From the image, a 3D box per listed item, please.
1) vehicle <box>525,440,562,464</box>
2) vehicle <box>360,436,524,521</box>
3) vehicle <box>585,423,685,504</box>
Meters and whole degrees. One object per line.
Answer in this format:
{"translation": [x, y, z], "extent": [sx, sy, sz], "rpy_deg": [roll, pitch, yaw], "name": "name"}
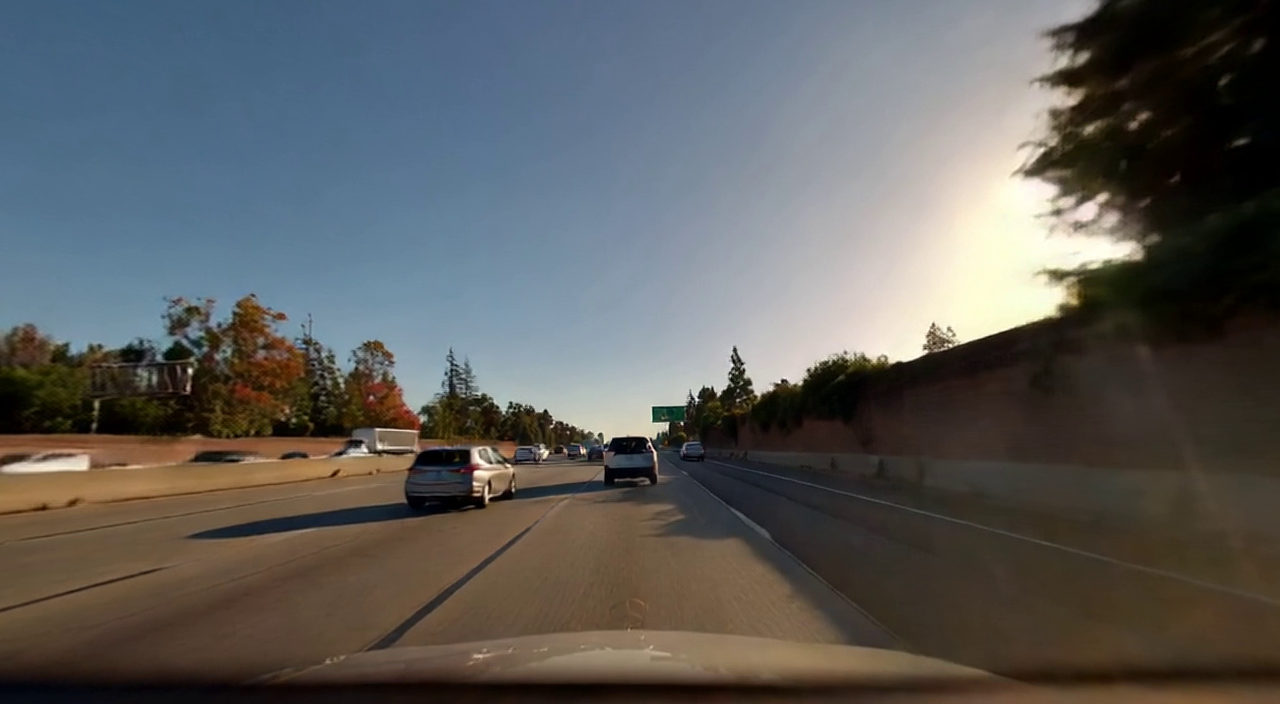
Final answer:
{"translation": [-7.255, 7.587, 47.742], "extent": [2.024, 1.706, 4.249], "rpy_deg": [0, -9, 1], "name": "vehicle"}
{"translation": [-3.772, 2.491, 12.926], "extent": [1.967, 1.442, 4.143], "rpy_deg": [0, -9, 1], "name": "vehicle"}
{"translation": [-0.117, 2.836, 16.345], "extent": [2.233, 1.804, 4.273], "rpy_deg": [0, -9, 0], "name": "vehicle"}
